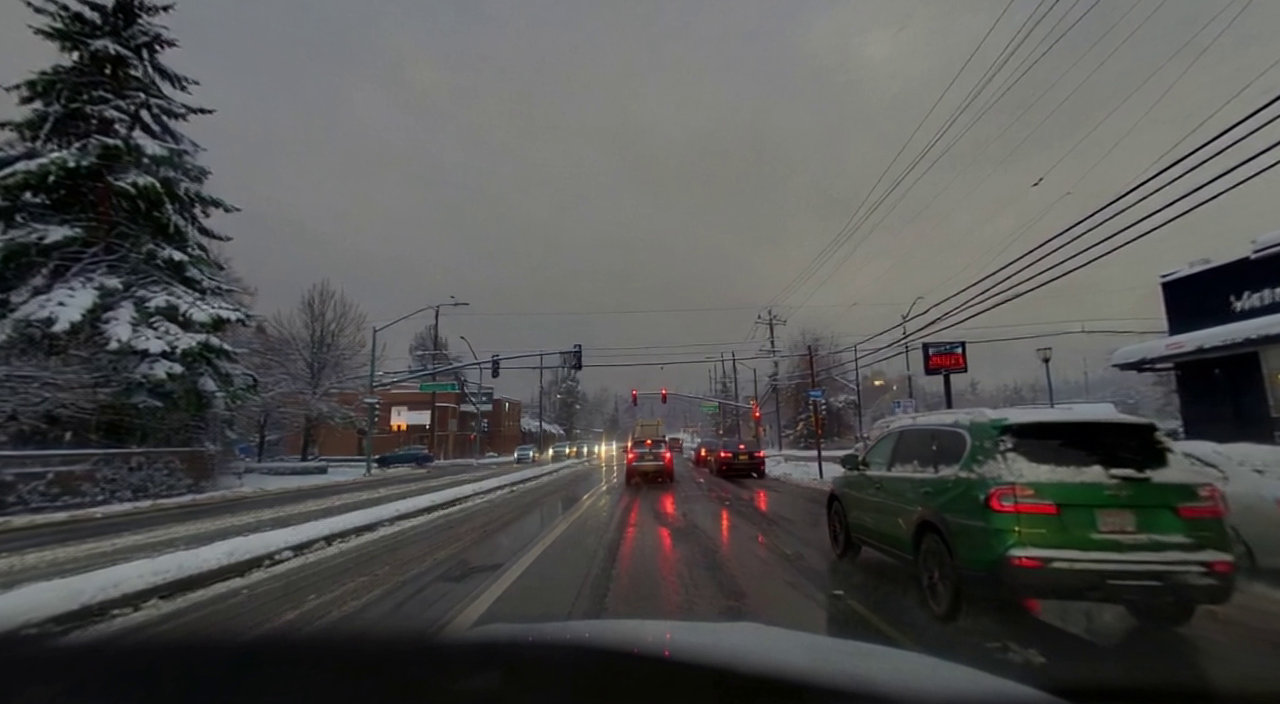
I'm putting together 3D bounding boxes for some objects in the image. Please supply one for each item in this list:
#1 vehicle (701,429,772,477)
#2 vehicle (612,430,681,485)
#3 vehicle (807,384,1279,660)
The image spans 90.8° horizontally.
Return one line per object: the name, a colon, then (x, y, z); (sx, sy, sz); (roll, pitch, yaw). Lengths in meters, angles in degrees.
vehicle: (3.813, 4.109, 25.880); (2.060, 1.789, 4.712); (0, -9, -1)
vehicle: (0.220, 3.572, 21.609); (2.149, 1.668, 3.962); (0, -9, 0)
vehicle: (3.139, 1.321, 5.934); (1.998, 1.620, 4.267); (0, -9, 1)
